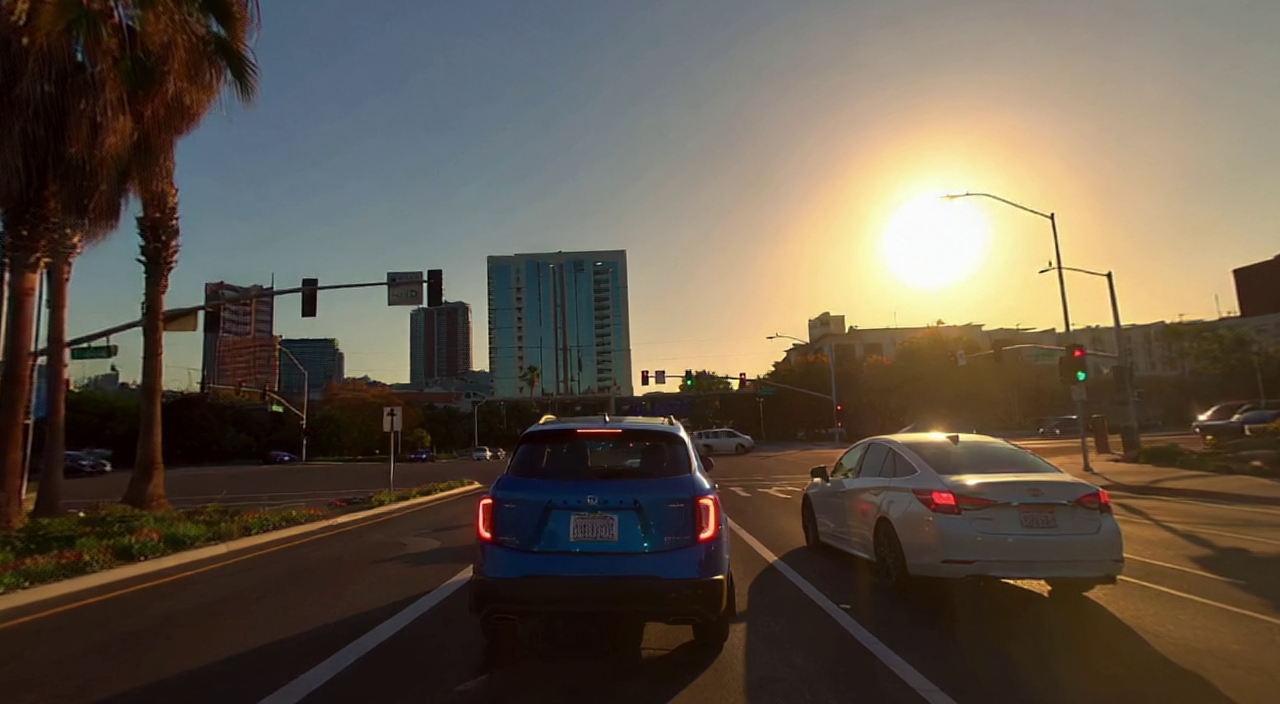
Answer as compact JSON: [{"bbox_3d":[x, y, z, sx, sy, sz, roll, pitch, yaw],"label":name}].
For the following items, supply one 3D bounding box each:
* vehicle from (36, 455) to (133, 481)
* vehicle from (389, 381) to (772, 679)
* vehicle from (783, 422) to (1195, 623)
[{"bbox_3d":[-41.656,8.690,47.144,5.347,1.785,2.123,0,-8,2],"label":"vehicle"},{"bbox_3d":[-0.340,1.316,5.690,2.172,1.694,4.055,0,-8,0],"label":"vehicle"},{"bbox_3d":[3.112,1.607,6.967,1.971,1.473,4.495,0,-8,0],"label":"vehicle"}]
